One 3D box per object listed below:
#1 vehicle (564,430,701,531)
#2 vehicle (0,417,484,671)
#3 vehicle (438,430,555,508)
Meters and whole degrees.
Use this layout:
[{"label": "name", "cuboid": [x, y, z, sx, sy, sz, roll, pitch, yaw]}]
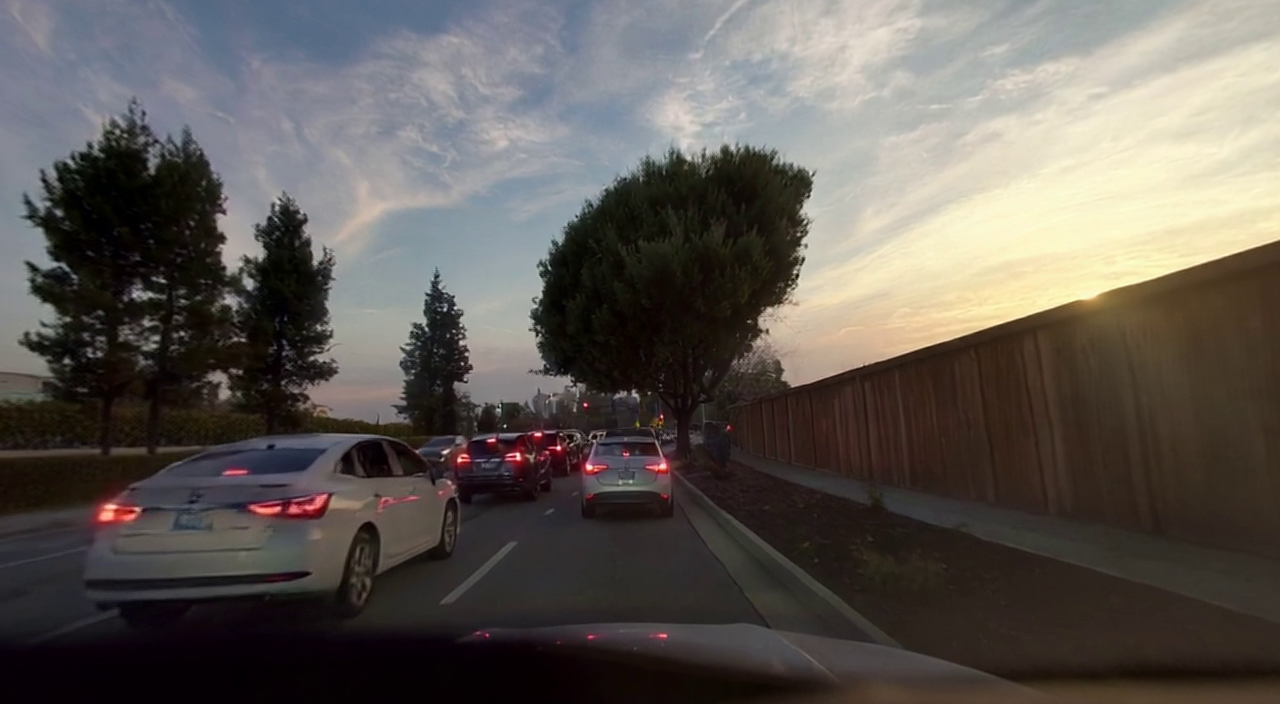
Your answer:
[{"label": "vehicle", "cuboid": [-0.131, 2.167, 11.167, 1.995, 1.460, 3.865, 0, -8, -1]}, {"label": "vehicle", "cuboid": [-3.155, 1.511, 6.196, 1.980, 1.520, 4.636, 0, -8, 1]}, {"label": "vehicle", "cuboid": [-3.226, 2.698, 14.902, 1.850, 1.582, 3.688, 0, -8, 1]}]
